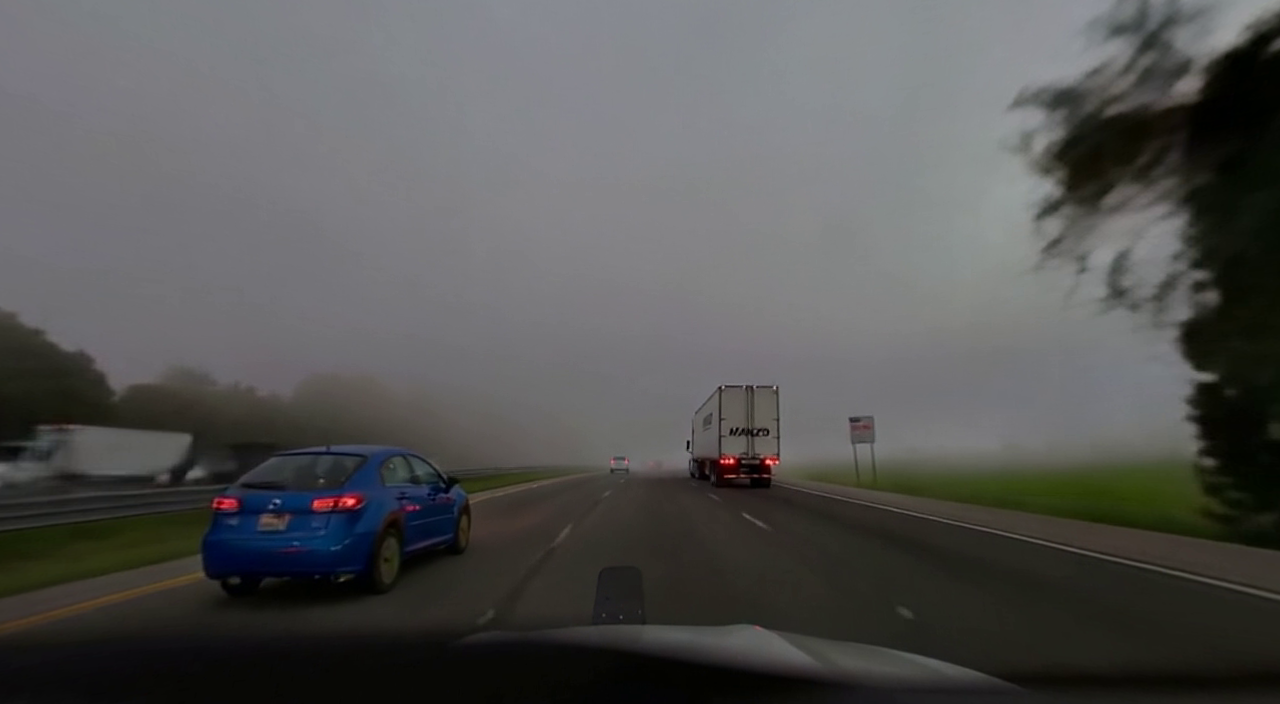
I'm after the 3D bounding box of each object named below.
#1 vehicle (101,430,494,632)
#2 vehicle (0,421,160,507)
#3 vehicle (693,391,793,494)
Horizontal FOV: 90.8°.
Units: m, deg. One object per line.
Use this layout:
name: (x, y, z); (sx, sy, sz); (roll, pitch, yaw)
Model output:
vehicle: (-3.155, 1.728, 7.093); (1.945, 1.537, 4.294); (0, -9, 1)
vehicle: (-22.193, 4.383, 24.322); (2.480, 2.774, 6.349); (-4, -10, -1)
vehicle: (4.592, 4.639, 31.701); (2.832, 4.034, 13.924); (0, -9, 1)
